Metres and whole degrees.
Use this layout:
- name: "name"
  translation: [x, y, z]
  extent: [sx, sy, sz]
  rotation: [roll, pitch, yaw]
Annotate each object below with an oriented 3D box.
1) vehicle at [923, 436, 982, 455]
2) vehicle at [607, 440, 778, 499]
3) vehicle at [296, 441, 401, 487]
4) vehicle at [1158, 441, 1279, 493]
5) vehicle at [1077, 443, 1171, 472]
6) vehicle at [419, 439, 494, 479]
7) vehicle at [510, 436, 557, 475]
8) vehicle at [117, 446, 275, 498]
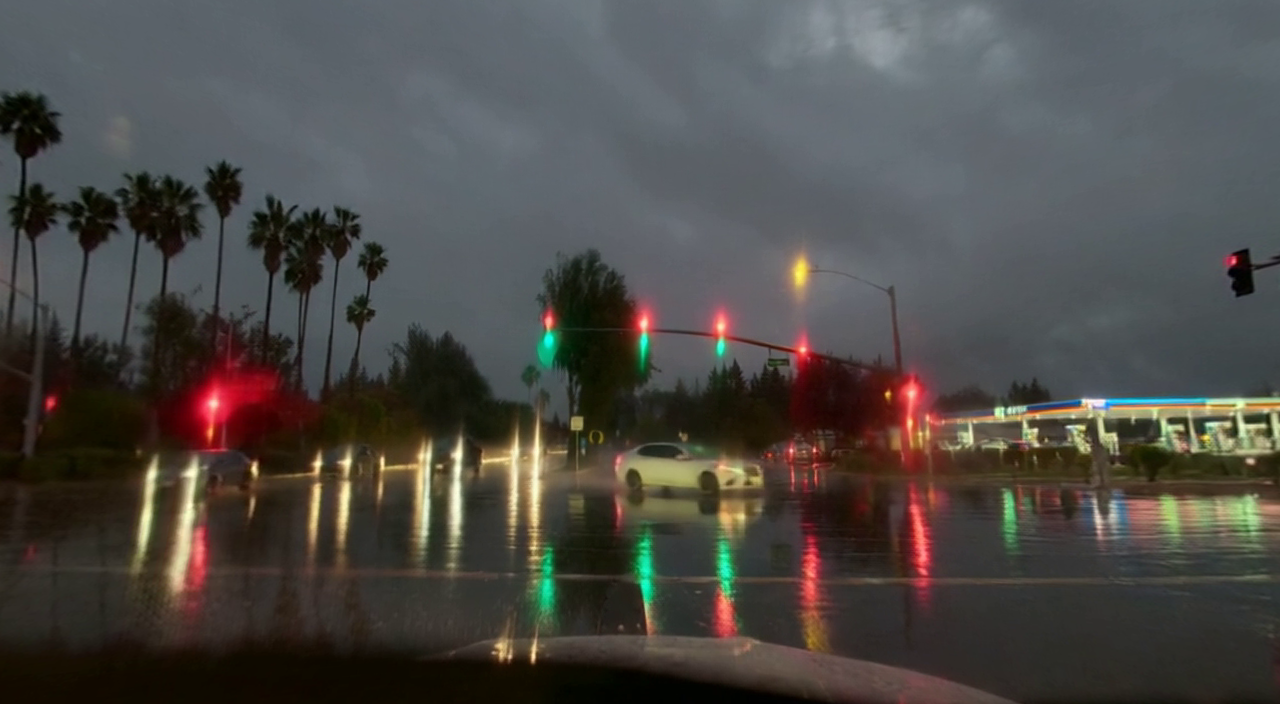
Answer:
- name: "vehicle"
  translation: [22.549, 6.760, 45.657]
  extent: [3.356, 1.395, 1.559]
  rotation: [0, -9, -1]
- name: "vehicle"
  translation: [1.384, 3.280, 18.065]
  extent: [4.579, 1.464, 1.983]
  rotation: [-8, -12, 41]
- name: "vehicle"
  translation: [-11.861, 4.560, 26.137]
  extent: [1.973, 1.712, 4.872]
  rotation: [0, -9, 0]
- name: "vehicle"
  translation: [18.719, 3.401, 18.816]
  extent: [5.015, 1.446, 1.862]
  rotation: [0, -9, -3]
- name: "vehicle"
  translation: [24.268, 5.295, 31.735]
  extent: [3.474, 1.376, 1.538]
  rotation: [0, -9, -2]
- name: "vehicle"
  translation: [-8.498, 4.980, 29.696]
  extent: [2.124, 1.701, 4.551]
  rotation: [0, -9, 0]
- name: "vehicle"
  translation: [-5.124, 5.054, 31.036]
  extent: [1.929, 1.719, 4.892]
  rotation: [1, -9, -6]
- name: "vehicle"
  translation: [-15.168, 4.096, 21.991]
  extent: [2.099, 1.590, 4.625]
  rotation: [0, -9, 0]
